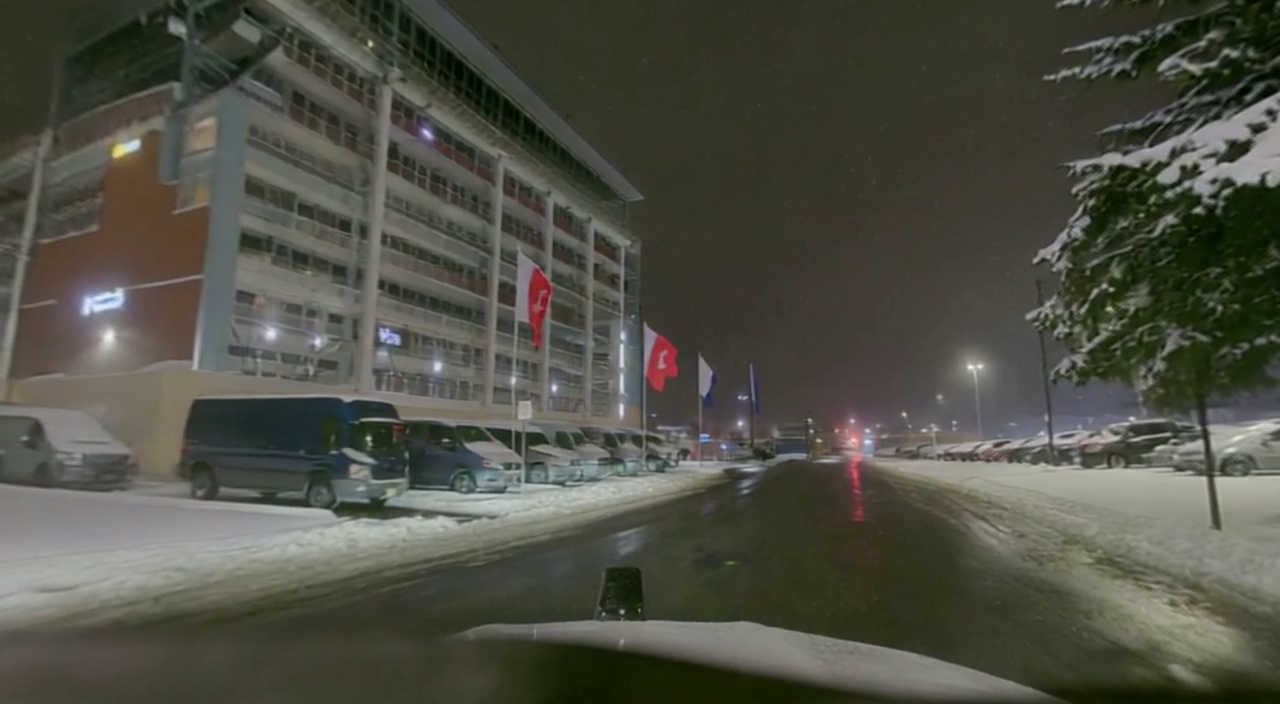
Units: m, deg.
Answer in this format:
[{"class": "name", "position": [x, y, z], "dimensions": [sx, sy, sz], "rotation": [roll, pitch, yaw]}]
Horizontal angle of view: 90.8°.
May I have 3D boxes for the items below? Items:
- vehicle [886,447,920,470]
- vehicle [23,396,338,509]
[{"class": "vehicle", "position": [20.335, 8.182, 48.983], "dimensions": [2.026, 1.659, 4.314], "rotation": [-3, -9, 18]}, {"class": "vehicle", "position": [-10.300, 2.178, 14.182], "dimensions": [6.632, 2.126, 2.228], "rotation": [-3, -7, 20]}]
